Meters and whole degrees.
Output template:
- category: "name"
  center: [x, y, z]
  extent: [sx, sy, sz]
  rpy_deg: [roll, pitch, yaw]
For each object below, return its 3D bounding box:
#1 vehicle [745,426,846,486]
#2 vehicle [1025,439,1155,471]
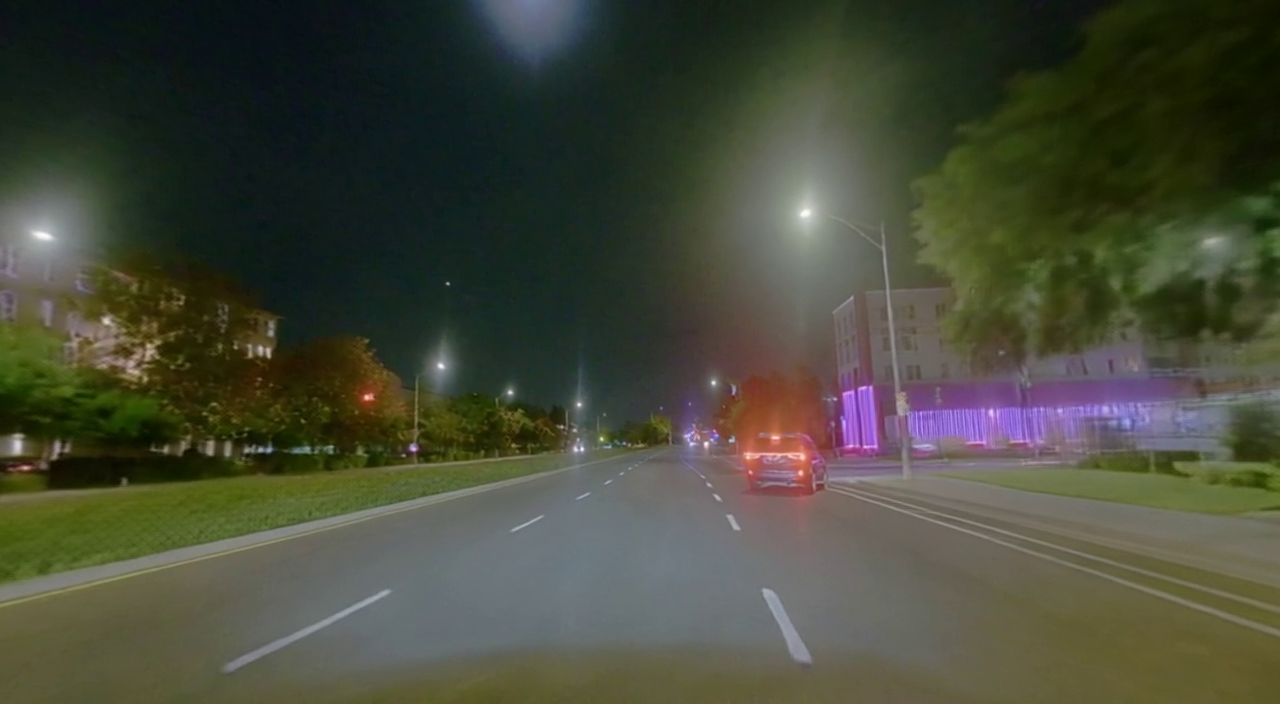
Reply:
- category: "vehicle"
  center: [6.064, 3.904, 24.155]
  extent: [2.477, 1.991, 5.157]
  rpy_deg: [-4, -9, 28]
- category: "vehicle"
  center: [21.737, 4.991, 30.707]
  extent: [4.698, 1.465, 1.914]
  rpy_deg: [-1, -8, 7]
